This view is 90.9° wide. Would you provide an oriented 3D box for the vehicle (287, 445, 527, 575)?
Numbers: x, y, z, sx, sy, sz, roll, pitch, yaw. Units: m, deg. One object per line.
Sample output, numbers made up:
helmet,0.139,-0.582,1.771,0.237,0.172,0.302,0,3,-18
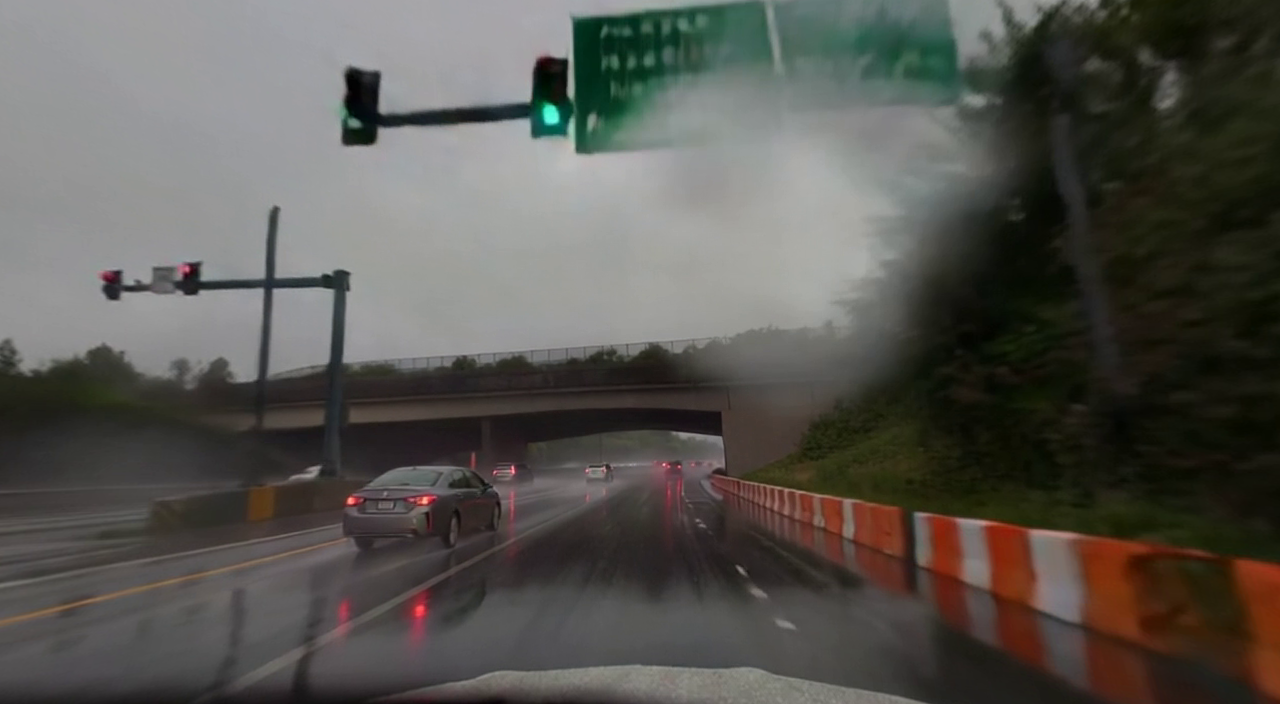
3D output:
vehicle,-3.072,2.186,9.287,1.992,1.466,3.690,0,-10,2
